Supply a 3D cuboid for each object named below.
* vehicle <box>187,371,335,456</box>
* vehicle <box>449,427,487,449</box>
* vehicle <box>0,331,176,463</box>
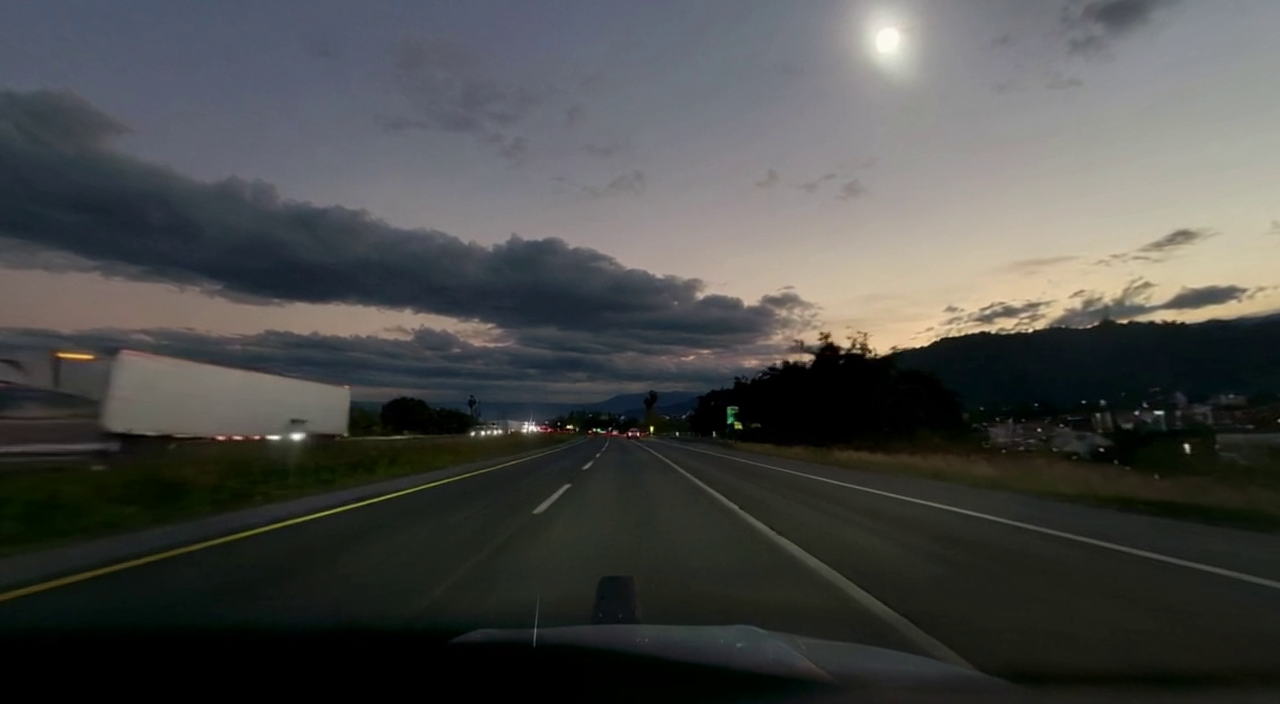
[{"bbox_3d":[-20.049,3.476,34.189,2.831,4.025,8.299,0,-8,-1],"label":"vehicle"},{"bbox_3d":[-12.350,6.242,45.560,1.814,1.477,4.133,1,-8,-4],"label":"vehicle"},{"bbox_3d":[-19.762,1.710,21.666,2.988,3.962,5.807,0,-8,-1],"label":"vehicle"}]
